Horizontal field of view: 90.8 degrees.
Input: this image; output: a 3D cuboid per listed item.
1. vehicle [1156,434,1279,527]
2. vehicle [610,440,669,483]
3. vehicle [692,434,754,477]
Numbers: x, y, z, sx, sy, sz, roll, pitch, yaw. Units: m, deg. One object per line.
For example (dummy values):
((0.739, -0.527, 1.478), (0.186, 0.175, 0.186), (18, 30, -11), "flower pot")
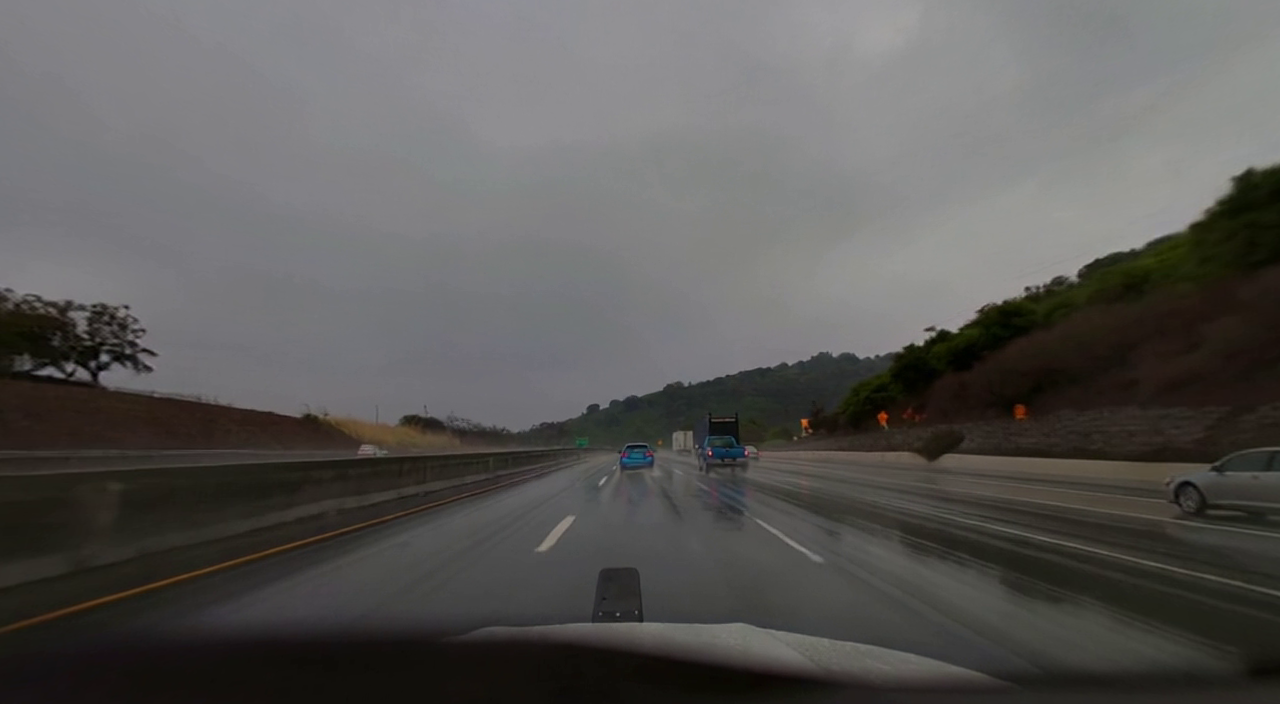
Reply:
((11.056, 2.043, 10.045), (1.945, 1.451, 4.397), (0, -9, -1), "vehicle")
((-0.070, 4.143, 24.101), (2.083, 1.477, 3.965), (0, -9, -1), "vehicle")
((3.686, 4.692, 28.947), (2.098, 1.794, 4.561), (0, -9, -2), "vehicle")
